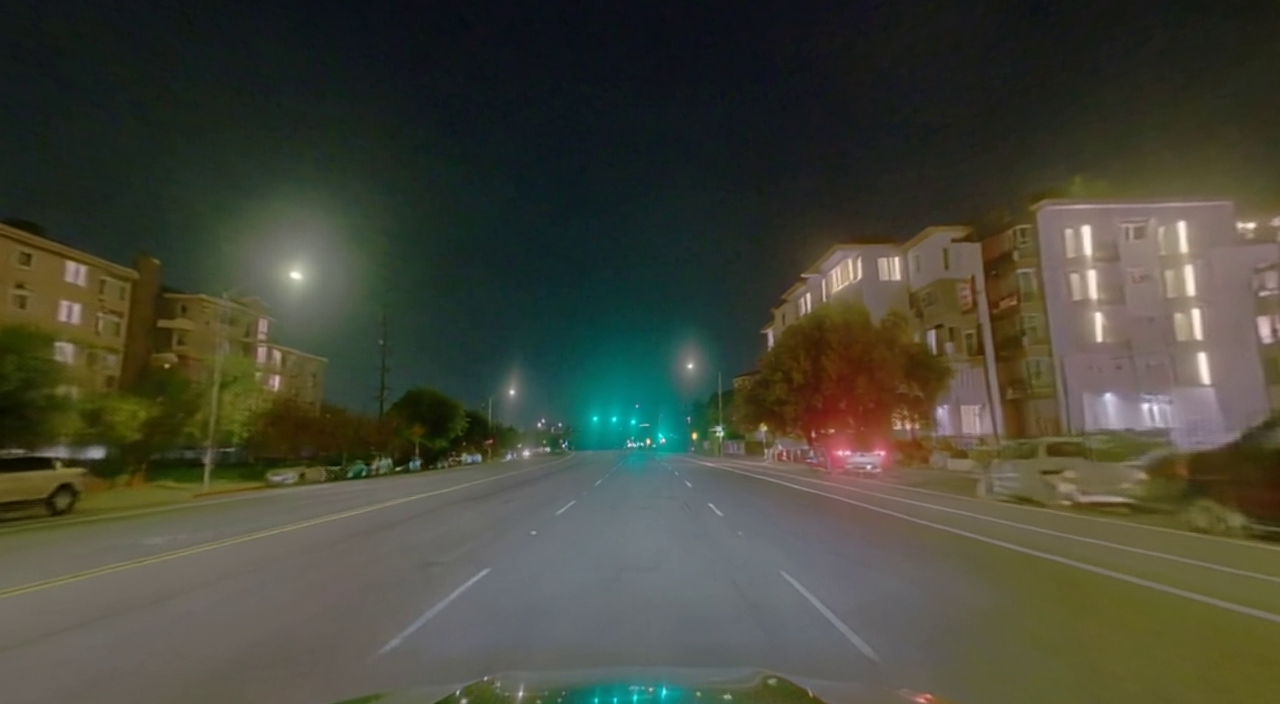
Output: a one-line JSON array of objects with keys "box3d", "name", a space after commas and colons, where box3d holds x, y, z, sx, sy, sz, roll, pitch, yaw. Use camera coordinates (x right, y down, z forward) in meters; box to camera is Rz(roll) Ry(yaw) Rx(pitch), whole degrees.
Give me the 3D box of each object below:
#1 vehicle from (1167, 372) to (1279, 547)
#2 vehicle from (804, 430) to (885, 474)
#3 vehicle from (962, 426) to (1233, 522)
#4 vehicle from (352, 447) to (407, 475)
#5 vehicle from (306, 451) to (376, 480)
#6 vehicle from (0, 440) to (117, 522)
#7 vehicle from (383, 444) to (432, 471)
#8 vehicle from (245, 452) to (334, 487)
[{"box3d": [9.732, 1.284, 7.413, 2.152, 2.333, 5.515, 0, -8, -1], "name": "vehicle"}, {"box3d": [9.995, 4.949, 31.303, 2.091, 1.962, 5.091, 1, -9, -2], "name": "vehicle"}, {"box3d": [9.847, 2.660, 14.383, 2.159, 1.734, 5.384, 0, -9, 0], "name": "vehicle"}, {"box3d": [-17.163, 7.188, 41.830, 1.859, 1.694, 4.638, -1, -8, -3], "name": "vehicle"}, {"box3d": [-16.996, 6.456, 36.081, 1.807, 1.466, 4.693, -1, -8, -2], "name": "vehicle"}, {"box3d": [-17.107, 3.453, 17.015, 2.046, 1.945, 4.688, -1, -7, -2], "name": "vehicle"}, {"box3d": [-17.519, 7.946, 47.740, 2.099, 1.917, 4.720, 0, -8, -3], "name": "vehicle"}, {"box3d": [-17.020, 5.706, 30.884, 1.891, 1.474, 4.437, -1, -8, -2], "name": "vehicle"}]
